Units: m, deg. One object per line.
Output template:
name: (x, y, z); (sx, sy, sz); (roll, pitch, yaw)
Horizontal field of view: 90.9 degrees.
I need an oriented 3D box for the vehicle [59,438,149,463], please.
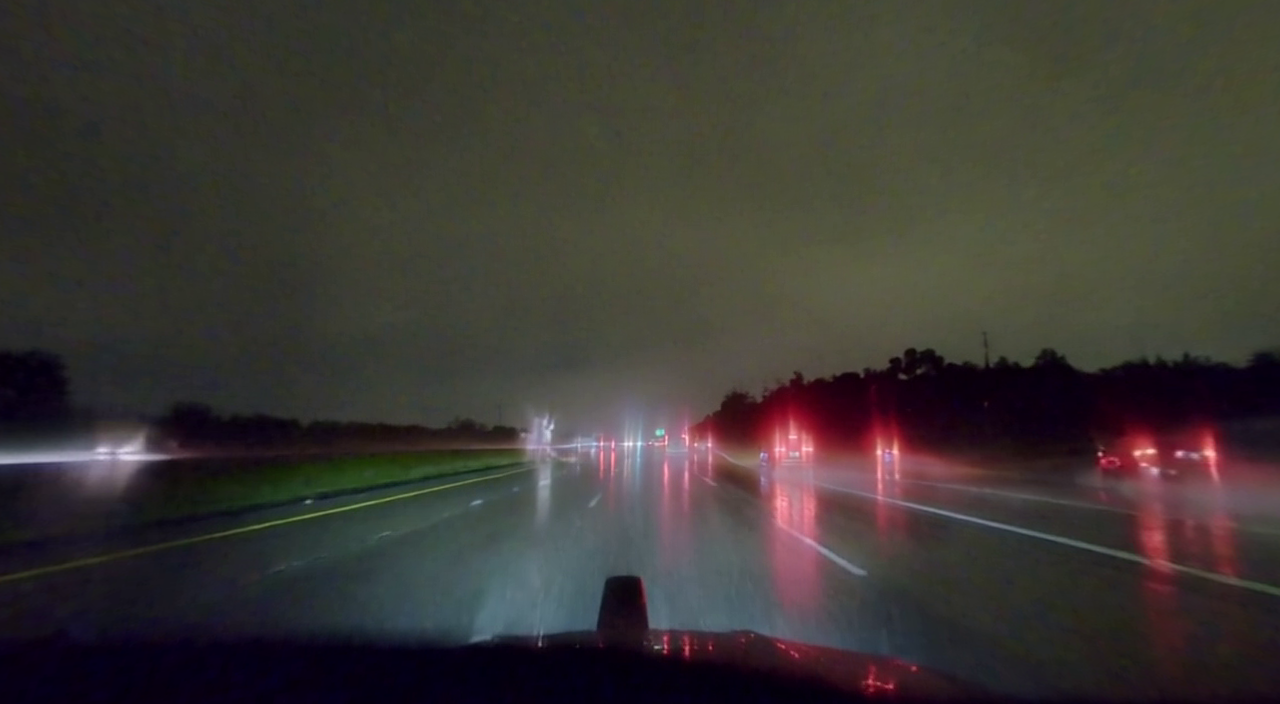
vehicle: (-33.002, 6.076, 39.007); (1.824, 1.477, 4.353); (0, -8, -1)
